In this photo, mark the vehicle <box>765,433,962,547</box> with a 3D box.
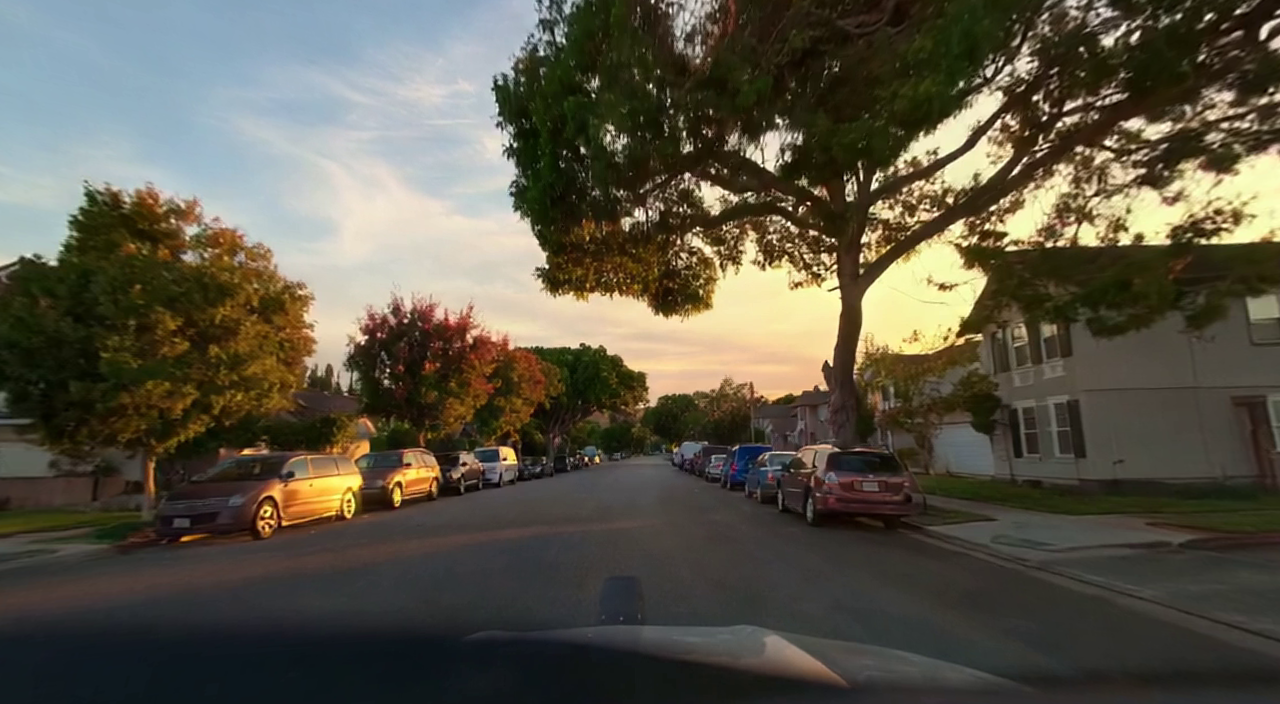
[{"bbox_3d":[3.951,2.510,12.315,1.903,1.714,5.092,0,-9,-1],"label":"vehicle"}]

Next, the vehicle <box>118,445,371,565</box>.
[{"bbox_3d":[-7.179,2.729,12.210,1.898,1.715,4.537,-3,-8,2],"label":"vehicle"}]
